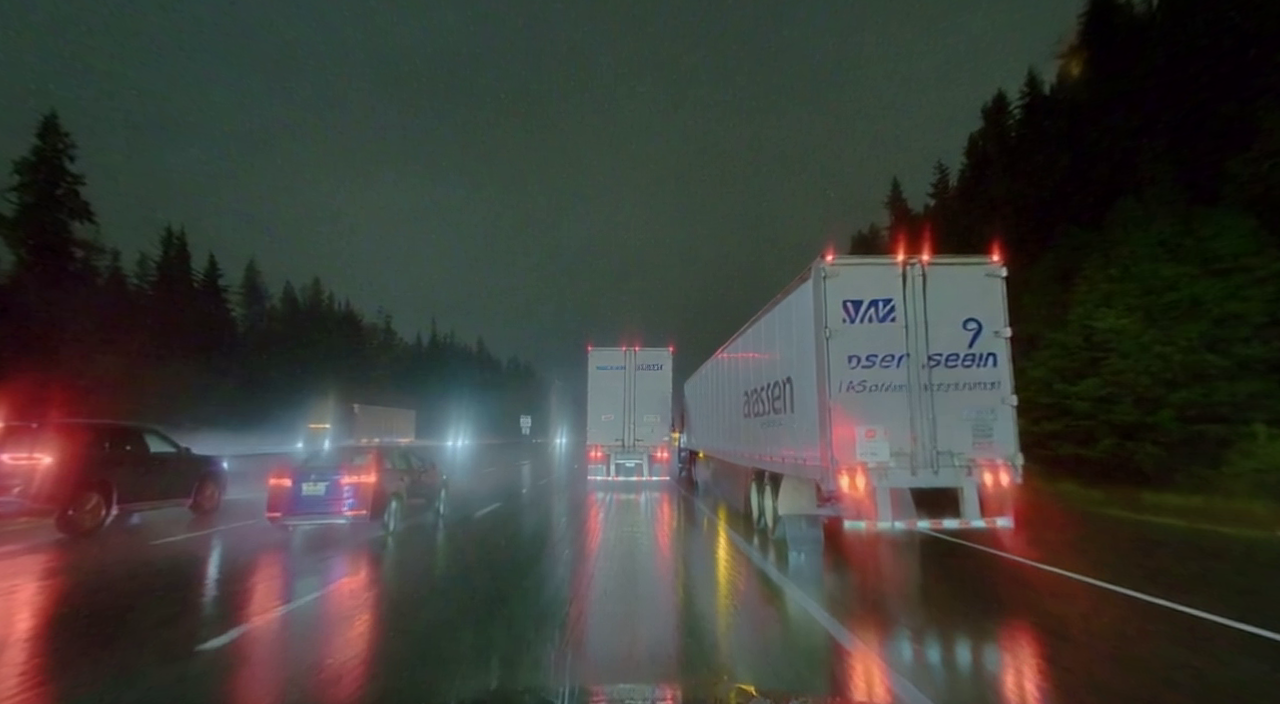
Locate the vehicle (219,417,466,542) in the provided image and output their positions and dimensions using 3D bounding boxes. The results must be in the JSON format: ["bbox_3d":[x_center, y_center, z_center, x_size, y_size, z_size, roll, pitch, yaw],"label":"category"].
[{"bbox_3d":[-4.155,1.815,9.623,1.933,1.492,3.838,0,-8,-1],"label":"vehicle"}]

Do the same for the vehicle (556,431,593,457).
[{"bbox_3d":[-4.376,6.211,42.685,2.104,1.653,4.302,0,-8,-1],"label":"vehicle"}]

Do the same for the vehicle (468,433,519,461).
[{"bbox_3d":[-8.526,5.525,36.921,1.976,1.510,4.604,0,-8,-1],"label":"vehicle"}]

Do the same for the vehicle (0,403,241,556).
[{"bbox_3d":[-7.994,1.666,8.926,1.990,1.654,4.129,0,-8,-1],"label":"vehicle"}]

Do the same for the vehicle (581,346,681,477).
[{"bbox_3d":[-0.385,2.571,25.207,3.118,4.106,10.719,0,-8,-1],"label":"vehicle"}]
